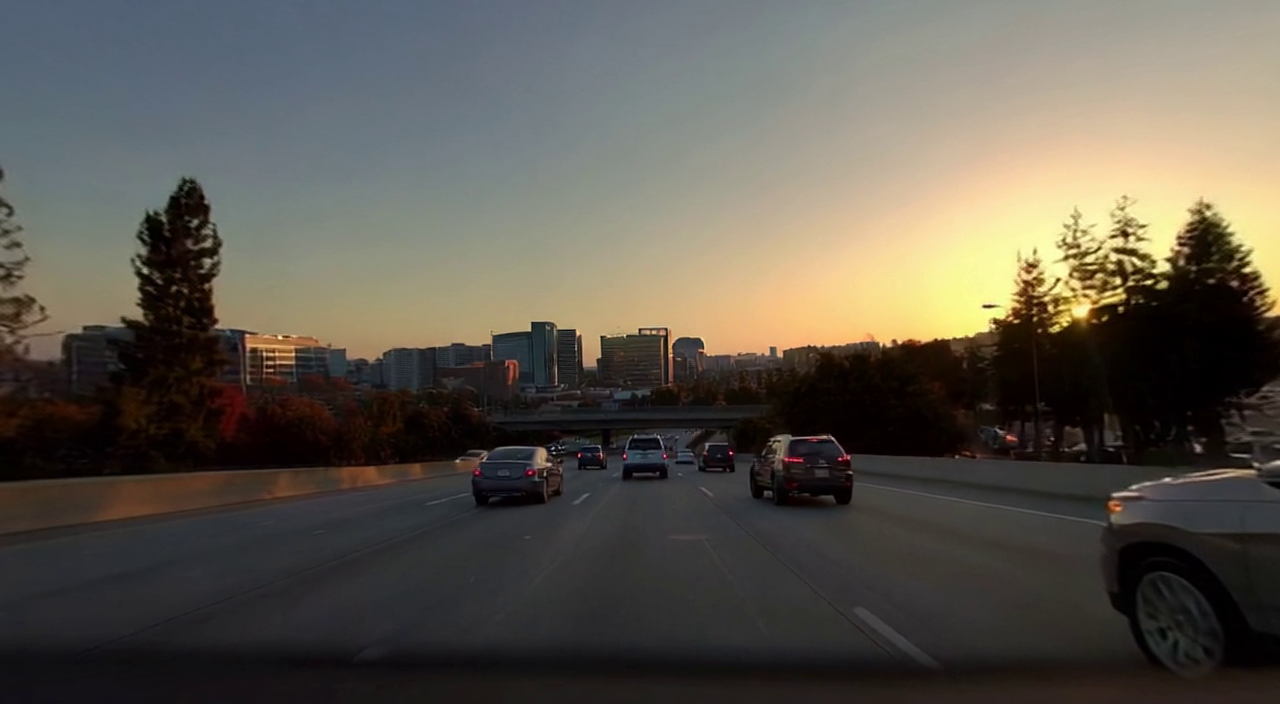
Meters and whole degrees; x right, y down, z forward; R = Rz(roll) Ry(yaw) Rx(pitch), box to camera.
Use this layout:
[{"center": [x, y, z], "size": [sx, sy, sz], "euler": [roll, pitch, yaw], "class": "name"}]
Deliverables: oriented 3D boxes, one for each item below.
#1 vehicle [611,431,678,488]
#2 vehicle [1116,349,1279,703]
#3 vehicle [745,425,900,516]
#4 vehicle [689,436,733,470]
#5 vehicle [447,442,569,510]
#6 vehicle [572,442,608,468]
[{"center": [0.151, 3.820, 22.705], "size": [2.153, 1.805, 4.631], "euler": [0, -8, 0], "class": "vehicle"}, {"center": [3.866, 0.634, 1.370], "size": [2.156, 1.701, 4.494], "euler": [-1, -8, 1], "class": "vehicle"}, {"center": [3.764, 2.524, 13.939], "size": [2.094, 1.676, 4.309], "euler": [0, -8, 0], "class": "vehicle"}, {"center": [4.072, 5.836, 36.658], "size": [2.039, 1.832, 3.989], "euler": [0, -8, -1], "class": "vehicle"}, {"center": [-3.109, 3.032, 16.052], "size": [1.965, 1.443, 4.968], "euler": [-1, -8, 1], "class": "vehicle"}, {"center": [-3.361, 6.966, 42.885], "size": [1.951, 1.694, 4.188], "euler": [-1, -8, 2], "class": "vehicle"}]
